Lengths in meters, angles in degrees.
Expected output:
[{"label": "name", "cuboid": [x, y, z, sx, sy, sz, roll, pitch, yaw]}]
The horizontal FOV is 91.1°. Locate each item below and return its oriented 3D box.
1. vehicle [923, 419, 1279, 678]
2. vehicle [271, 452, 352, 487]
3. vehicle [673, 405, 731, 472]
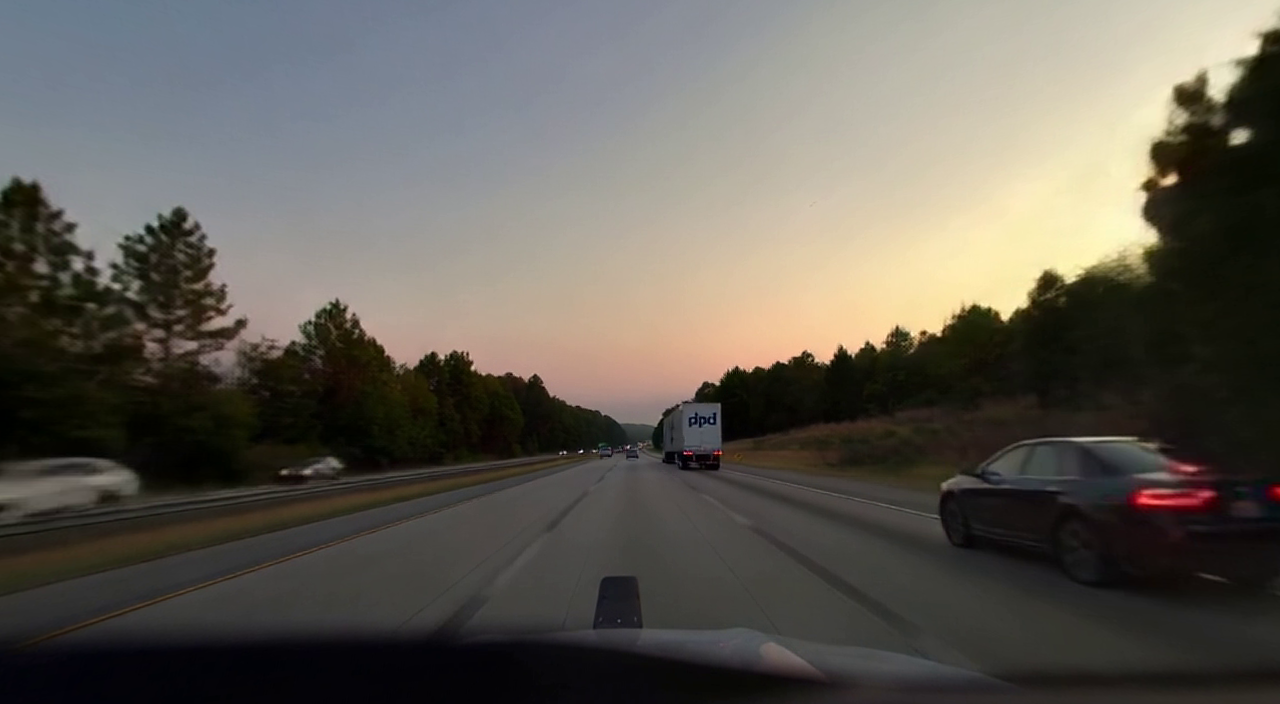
[{"label": "vehicle", "cuboid": [4.396, 1.430, 5.594, 1.910, 1.474, 3.776, 0, -9, -1]}, {"label": "vehicle", "cuboid": [-16.472, 5.852, 31.744, 1.879, 1.607, 4.218, 0, -9, -2]}, {"label": "vehicle", "cuboid": [3.890, 5.758, 41.497, 2.856, 3.933, 8.334, 0, -9, -1]}]
